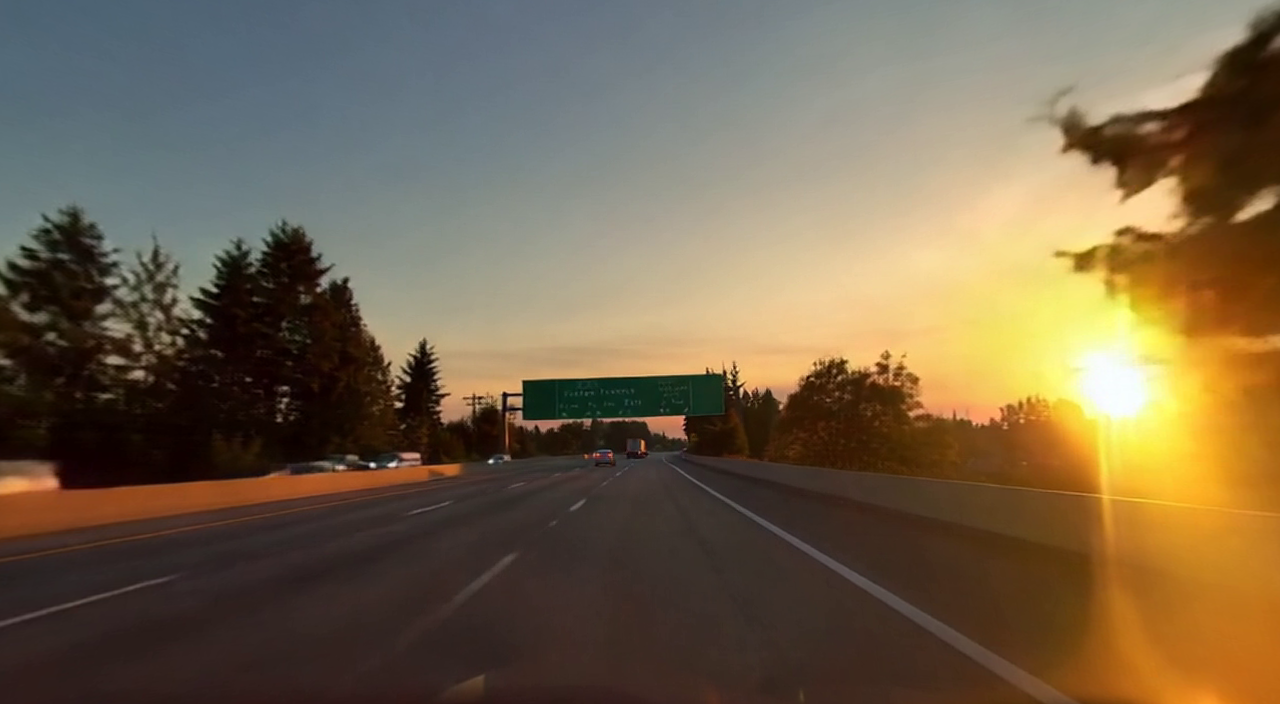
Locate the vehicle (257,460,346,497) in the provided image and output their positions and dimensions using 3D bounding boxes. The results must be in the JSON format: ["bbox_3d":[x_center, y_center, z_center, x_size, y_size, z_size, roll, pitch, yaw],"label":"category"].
[{"bbox_3d":[-15.132,5.650,28.272,1.794,1.466,3.854,0,-9,1],"label":"vehicle"}]

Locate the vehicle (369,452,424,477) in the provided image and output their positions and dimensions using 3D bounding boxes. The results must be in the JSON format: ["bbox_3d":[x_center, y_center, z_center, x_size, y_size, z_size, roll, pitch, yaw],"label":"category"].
[{"bbox_3d":[-19.005,8.762,49.162,2.088,1.792,5.243,0,-9,2],"label":"vehicle"}]
